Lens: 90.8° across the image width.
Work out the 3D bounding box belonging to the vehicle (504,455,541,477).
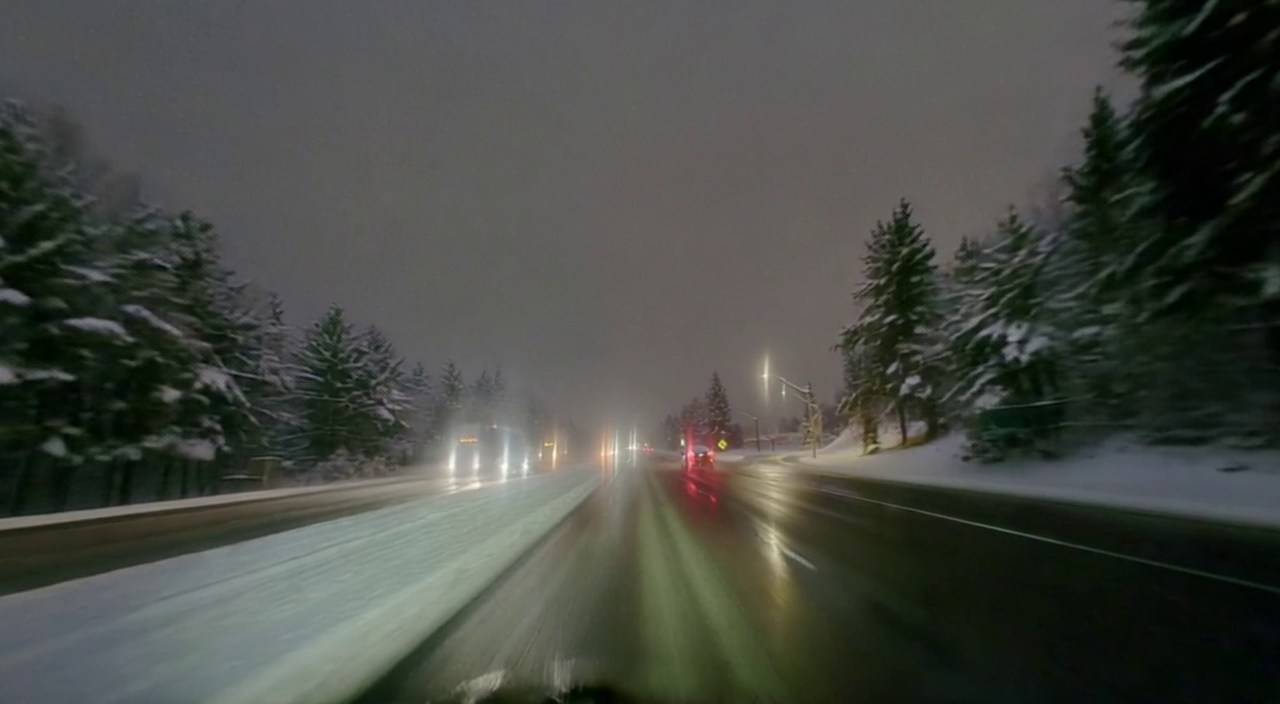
[{"bbox_3d":[-8.243,8.023,44.519,1.882,1.452,3.812,0,-9,0],"label":"vehicle"}]

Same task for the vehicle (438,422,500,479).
[{"bbox_3d":[-12.733,7.419,47.620,2.985,3.990,5.823,0,-9,0],"label":"vehicle"}]

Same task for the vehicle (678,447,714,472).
[{"bbox_3d":[3.730,7.213,42.558,2.013,1.584,3.995,0,-9,0],"label":"vehicle"}]
